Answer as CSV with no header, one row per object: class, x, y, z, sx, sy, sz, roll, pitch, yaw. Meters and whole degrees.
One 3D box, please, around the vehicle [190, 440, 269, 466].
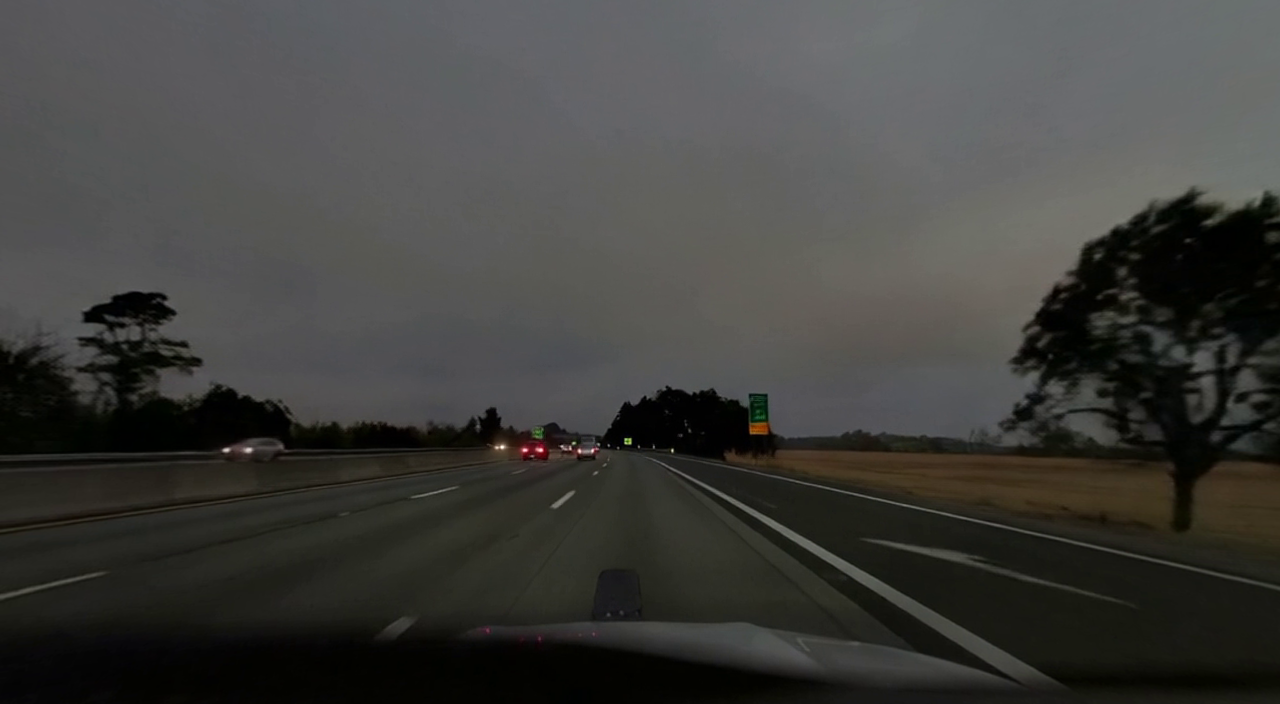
vehicle,-25.748,6.346,39.596,1.901,1.571,4.660,0,-8,-1
